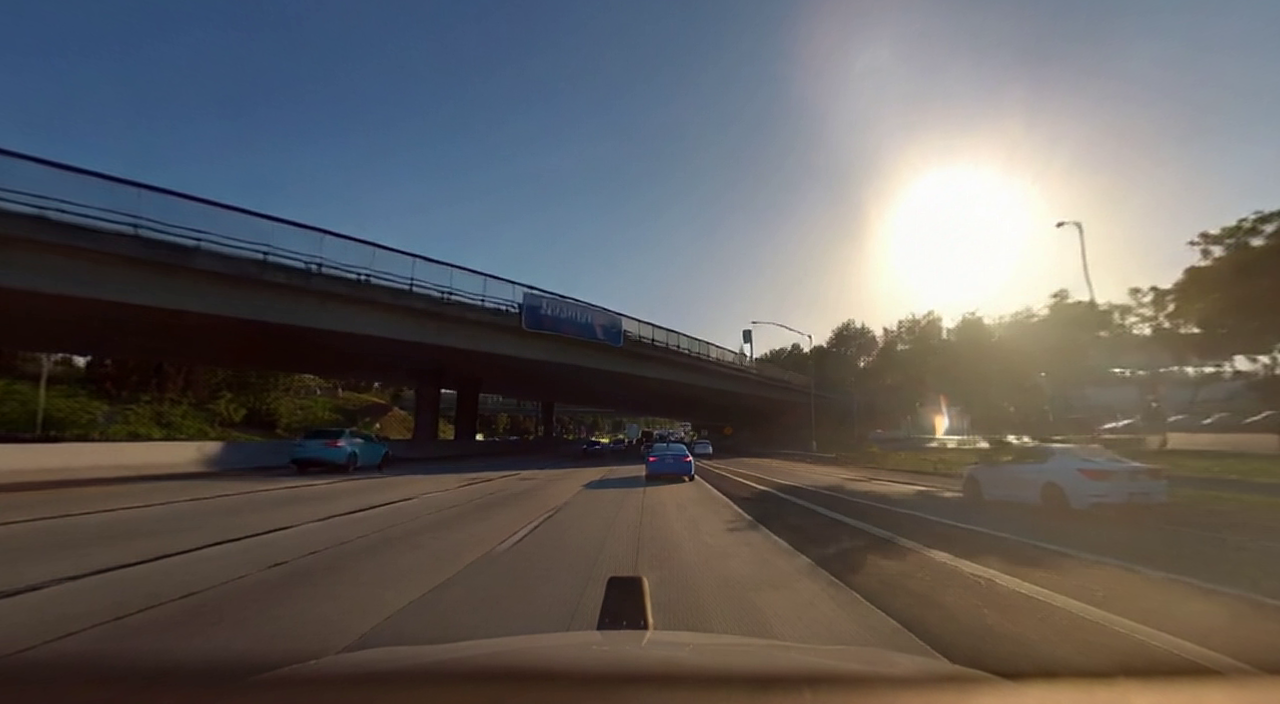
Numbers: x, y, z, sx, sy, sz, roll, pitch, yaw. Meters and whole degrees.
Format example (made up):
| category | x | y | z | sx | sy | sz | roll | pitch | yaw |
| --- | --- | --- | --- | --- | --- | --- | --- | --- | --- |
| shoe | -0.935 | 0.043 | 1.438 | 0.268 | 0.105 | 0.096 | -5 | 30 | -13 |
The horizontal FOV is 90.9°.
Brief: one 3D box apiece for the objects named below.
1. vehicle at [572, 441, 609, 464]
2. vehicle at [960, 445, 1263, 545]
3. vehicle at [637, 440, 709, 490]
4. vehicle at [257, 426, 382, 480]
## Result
| category | x | y | z | sx | sy | sz | roll | pitch | yaw |
| --- | --- | --- | --- | --- | --- | --- | --- | --- | --- |
| vehicle | -3.368 | 6.917 | 43.734 | 2.047 | 1.497 | 4.208 | 0 | -8 | 2 |
| vehicle | 8.039 | 2.426 | 11.462 | 2.030 | 1.442 | 4.358 | 0 | -8 | -2 |
| vehicle | 0.957 | 3.619 | 20.566 | 2.113 | 1.464 | 4.073 | 0 | -8 | 0 |
| vehicle | -10.957 | 3.486 | 22.001 | 1.950 | 1.664 | 4.403 | 0 | -8 | 1 |
